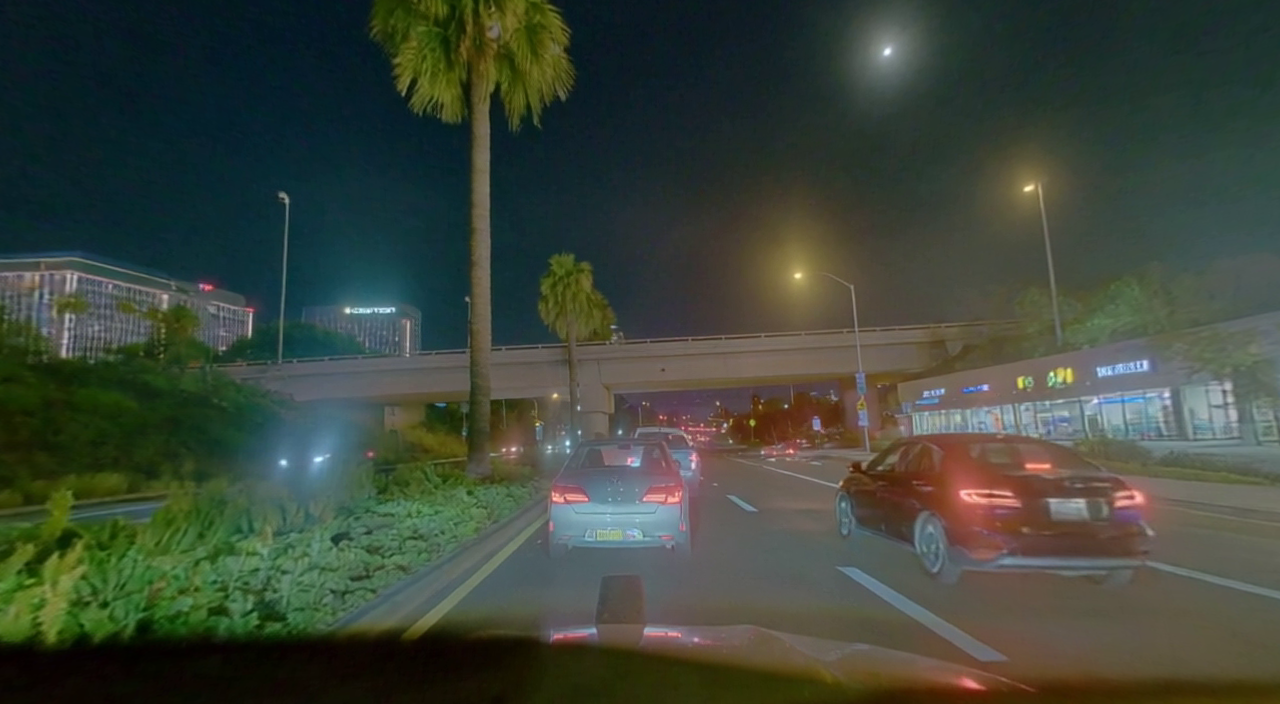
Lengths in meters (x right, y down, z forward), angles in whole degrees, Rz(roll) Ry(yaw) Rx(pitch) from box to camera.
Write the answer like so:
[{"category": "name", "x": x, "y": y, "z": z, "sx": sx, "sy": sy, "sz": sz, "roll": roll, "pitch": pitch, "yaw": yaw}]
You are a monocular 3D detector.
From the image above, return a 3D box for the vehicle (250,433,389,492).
[{"category": "vehicle", "x": -12.262, "y": 4.266, "z": 24.652, "sx": 2.386, "sy": 1.943, "sz": 5.700, "roll": -2, "pitch": -9, "yaw": 1}]

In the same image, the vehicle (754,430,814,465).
[{"category": "vehicle", "x": 8.076, "y": 5.411, "z": 35.651, "sx": 2.242, "sy": 1.817, "sz": 4.837, "roll": 0, "pitch": -9, "yaw": 0}]

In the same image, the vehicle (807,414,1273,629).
[{"category": "vehicle", "x": 3.500, "y": 1.570, "z": 6.959, "sx": 2.034, "sy": 1.517, "sz": 4.840, "roll": 0, "pitch": -9, "yaw": 1}]

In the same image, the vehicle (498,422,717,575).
[{"category": "vehicle", "x": -0.267, "y": 1.758, "z": 8.311, "sx": 2.172, "sy": 1.506, "sz": 4.018, "roll": 0, "pitch": -9, "yaw": 2}]
